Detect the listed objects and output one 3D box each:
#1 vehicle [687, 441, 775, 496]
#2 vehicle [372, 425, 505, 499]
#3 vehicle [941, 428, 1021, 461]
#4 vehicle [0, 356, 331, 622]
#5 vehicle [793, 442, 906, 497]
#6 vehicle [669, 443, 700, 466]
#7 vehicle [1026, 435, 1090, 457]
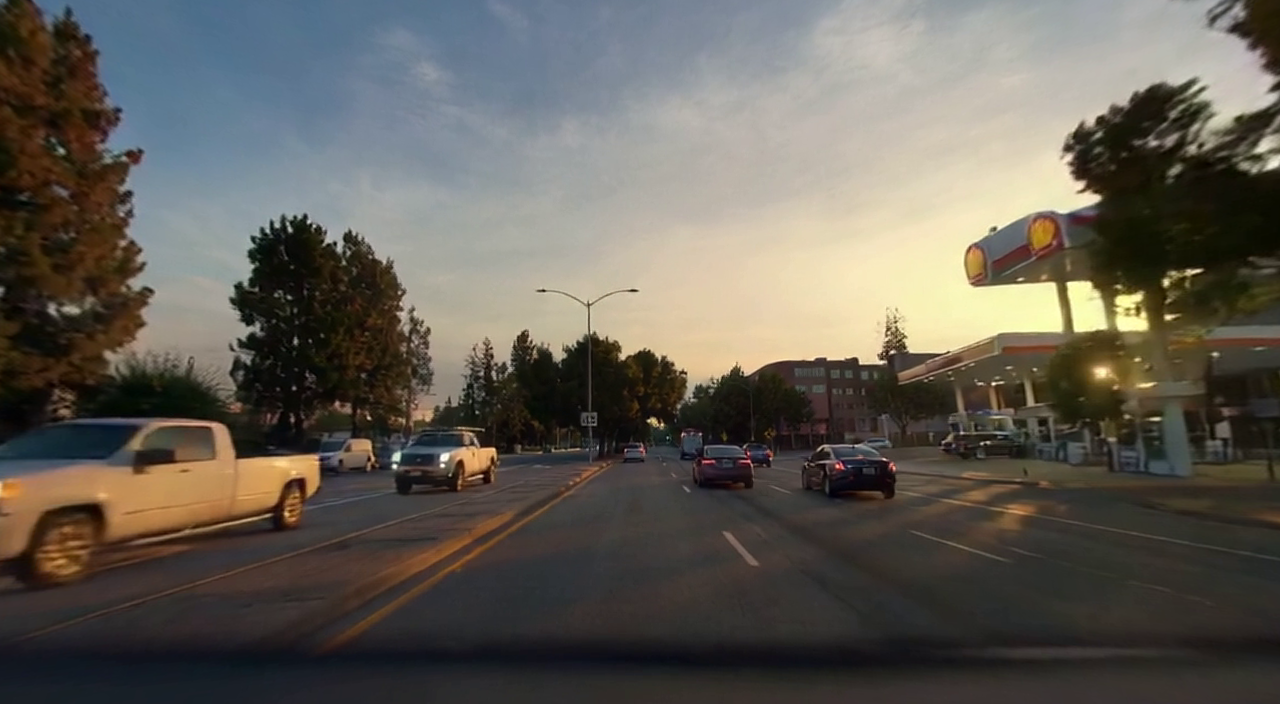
[{"bbox_3d":[2.668,3.513,19.501,1.971,1.479,4.493,0,-8,-1],"label":"vehicle"},{"bbox_3d":[-5.496,3.068,18.012,2.016,1.770,5.300,0,-8,0],"label":"vehicle"},{"bbox_3d":[23.763,6.507,44.093,2.152,2.069,6.067,-1,-8,-1],"label":"vehicle"},{"bbox_3d":[-5.669,1.307,6.704,2.187,1.868,5.181,-1,-8,-1],"label":"vehicle"},{"bbox_3d":[6.277,3.531,19.421,1.918,1.484,4.456,0,-8,-1],"label":"vehicle"},{"bbox_3d":[3.086,7.220,44.345,1.877,1.502,3.958,0,-8,0],"label":"vehicle"},{"bbox_3d":[29.224,6.584,44.044,1.933,1.463,4.033,0,-8,4],"label":"vehicle"}]
